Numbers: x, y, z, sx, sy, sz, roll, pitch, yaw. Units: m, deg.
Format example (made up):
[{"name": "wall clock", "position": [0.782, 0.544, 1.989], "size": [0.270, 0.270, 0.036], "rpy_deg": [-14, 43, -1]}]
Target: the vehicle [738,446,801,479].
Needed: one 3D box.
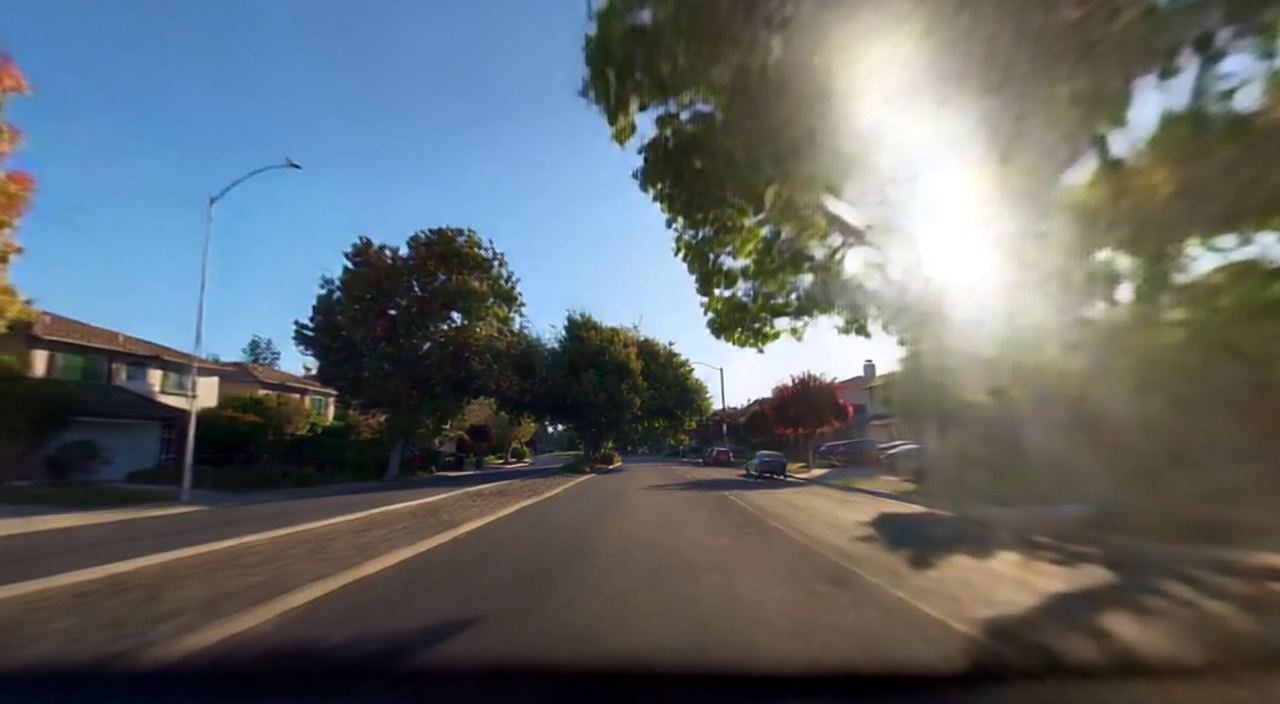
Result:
[{"name": "vehicle", "position": [6.561, 5.635, 32.547], "size": [2.042, 1.511, 5.029], "rpy_deg": [0, -9, -2]}]

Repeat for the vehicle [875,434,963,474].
[{"name": "vehicle", "position": [13.379, 4.931, 30.626], "size": [1.978, 1.738, 4.734], "rpy_deg": [-2, -9, -1]}]
